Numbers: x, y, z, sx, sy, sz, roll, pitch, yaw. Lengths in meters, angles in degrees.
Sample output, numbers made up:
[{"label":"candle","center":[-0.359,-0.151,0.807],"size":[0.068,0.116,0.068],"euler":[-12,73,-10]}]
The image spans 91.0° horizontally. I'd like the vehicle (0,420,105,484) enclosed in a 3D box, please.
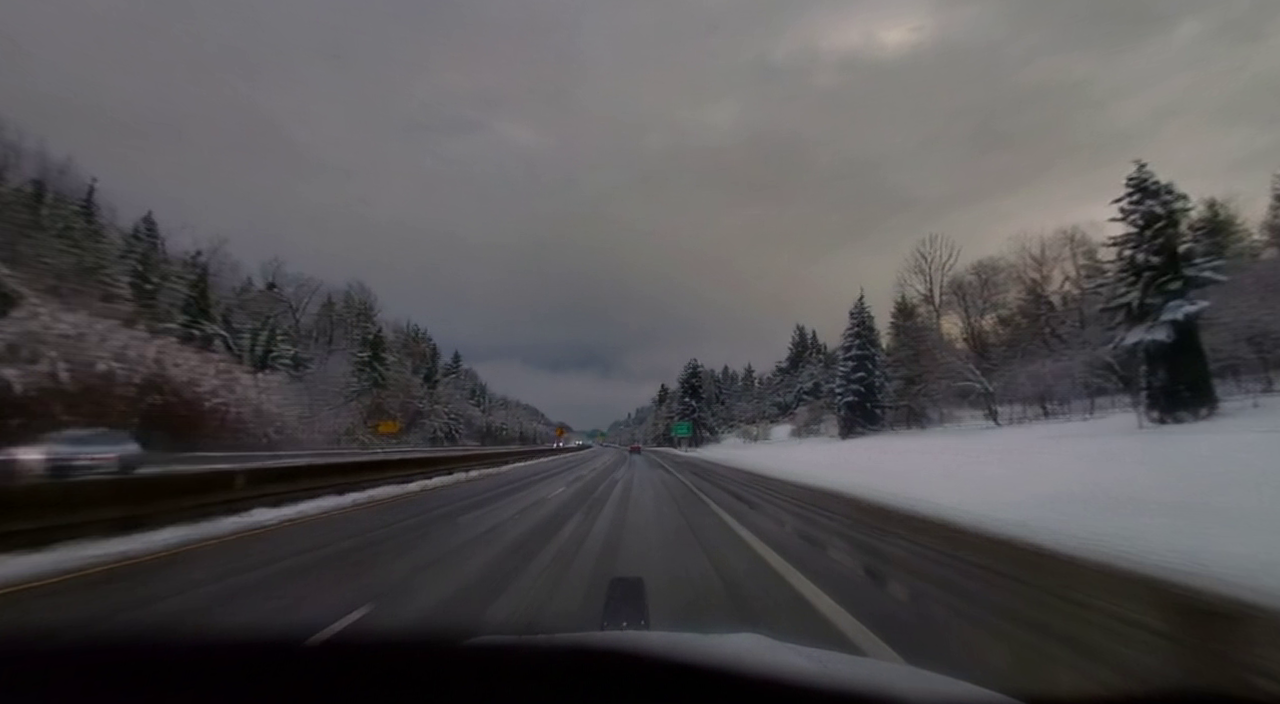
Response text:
[{"label":"vehicle","center":[-16.507,2.555,16.200],"size":[1.861,1.541,4.039],"euler":[0,-8,0]}]
